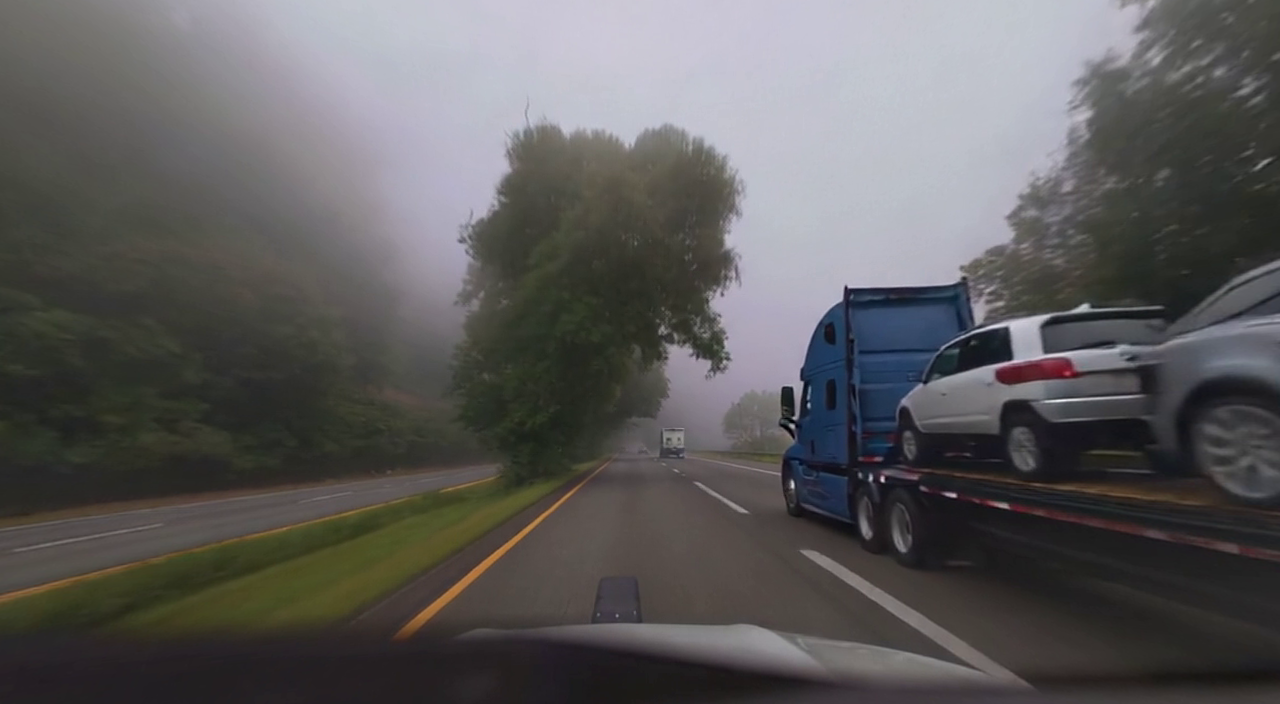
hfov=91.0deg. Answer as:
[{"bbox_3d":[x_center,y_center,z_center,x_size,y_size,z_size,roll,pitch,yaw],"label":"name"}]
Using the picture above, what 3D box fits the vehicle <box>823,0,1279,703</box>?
[{"bbox_3d":[4.379,-0.398,0.579,2.846,3.782,16.985,0,-8,-2],"label":"vehicle"}]
